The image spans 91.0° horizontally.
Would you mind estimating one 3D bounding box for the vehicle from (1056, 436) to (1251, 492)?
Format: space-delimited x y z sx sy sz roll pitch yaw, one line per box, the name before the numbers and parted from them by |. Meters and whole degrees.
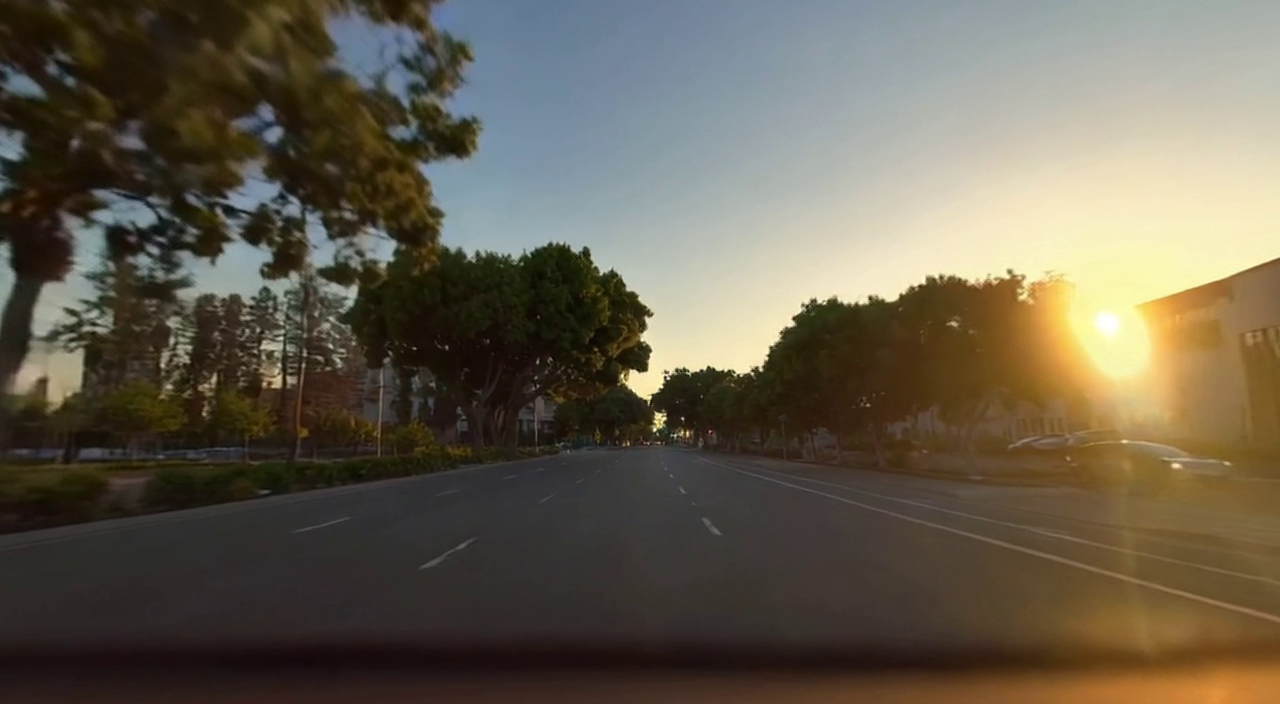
vehicle | 15.477 3.374 19.405 1.931 1.475 4.671 0 -8 -3
